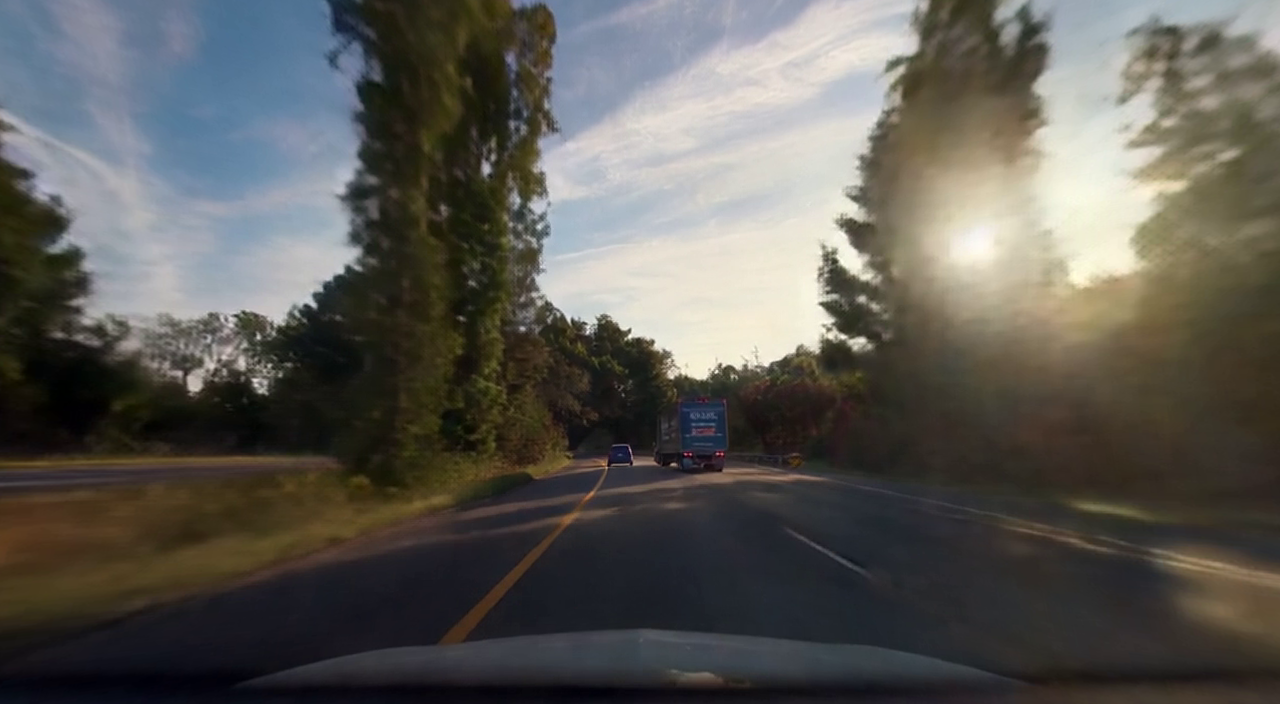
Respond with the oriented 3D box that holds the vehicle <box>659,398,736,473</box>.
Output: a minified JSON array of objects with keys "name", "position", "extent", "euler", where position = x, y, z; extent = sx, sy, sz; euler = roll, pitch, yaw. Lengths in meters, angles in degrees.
[{"name":"vehicle","position":[3.303,5.582,41.076],"extent":[2.951,4.012,14.203],"euler":[0,-9,-3]}]

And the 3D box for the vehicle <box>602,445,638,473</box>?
[{"name":"vehicle","position":[-1.121,5.958,35.307],"extent":[1.913,1.460,3.610],"euler":[0,-9,-2]}]
